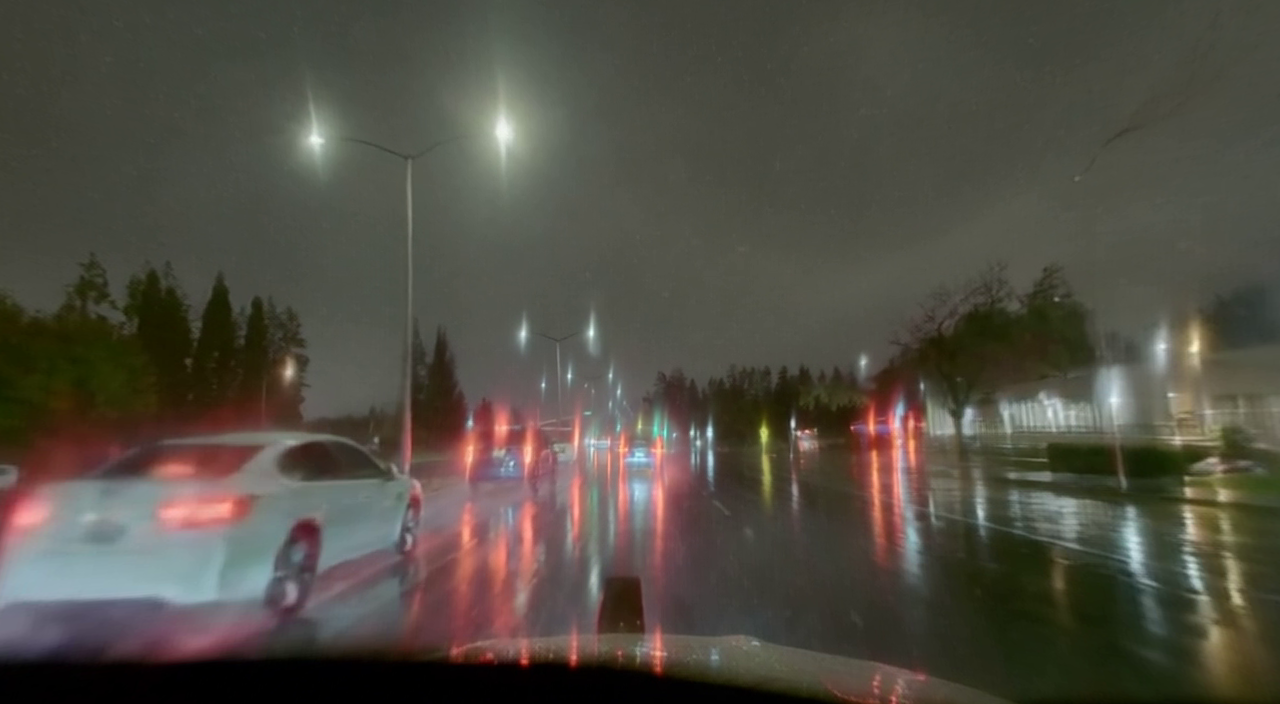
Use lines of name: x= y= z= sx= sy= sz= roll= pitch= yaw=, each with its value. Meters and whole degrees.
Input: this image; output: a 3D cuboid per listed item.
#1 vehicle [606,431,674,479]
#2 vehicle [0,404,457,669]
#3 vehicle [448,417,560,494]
vehicle: x=-0.027 y=3.512 z=21.792 sx=2.126 sy=1.475 sz=3.967 roll=0 pitch=-8 yaw=-1
vehicle: x=-3.453 y=1.374 z=5.869 sx=2.139 sy=1.487 sz=4.453 roll=0 pitch=-8 yaw=0
vehicle: x=-3.400 y=2.695 z=16.733 sx=2.046 sy=1.751 sz=4.208 roll=0 pitch=-8 yaw=0
